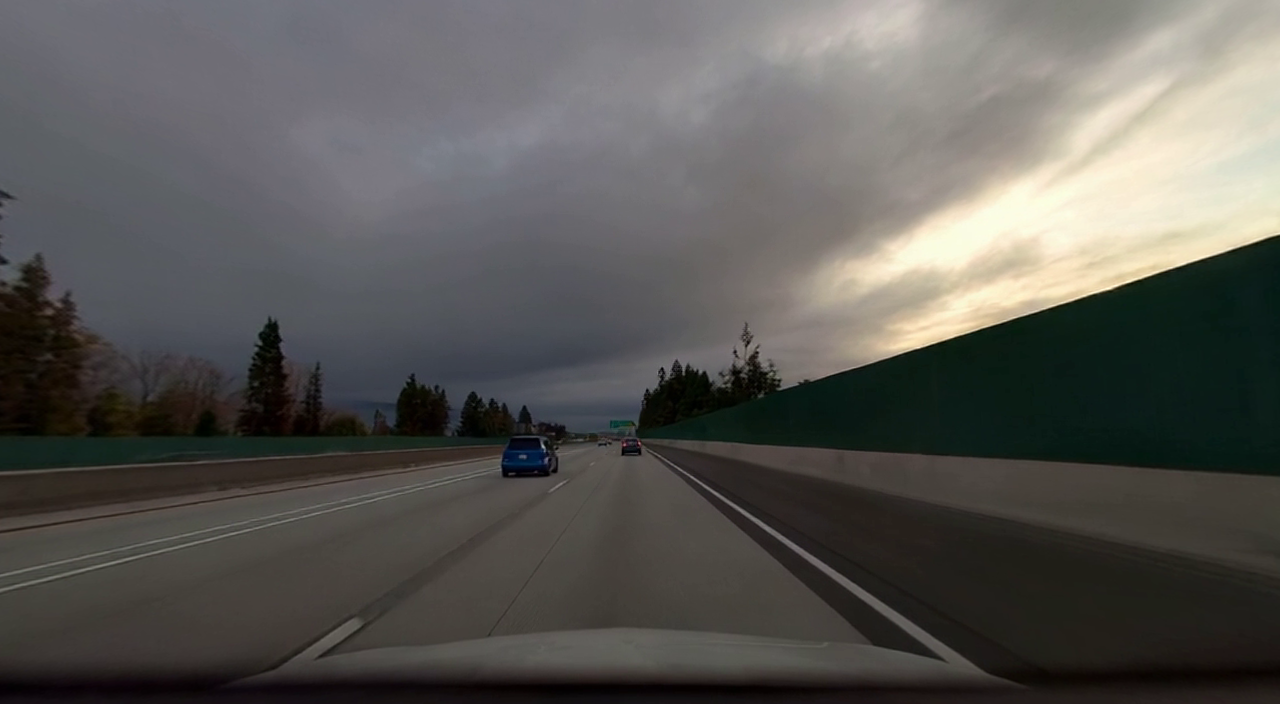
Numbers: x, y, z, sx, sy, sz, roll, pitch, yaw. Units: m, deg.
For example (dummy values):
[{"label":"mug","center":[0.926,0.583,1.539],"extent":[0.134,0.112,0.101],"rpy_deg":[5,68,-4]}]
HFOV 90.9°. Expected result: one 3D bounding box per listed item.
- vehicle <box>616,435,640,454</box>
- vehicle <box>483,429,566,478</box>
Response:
[{"label":"vehicle","center":[-0.925,7.200,49.254],"extent":[1.836,1.450,3.519],"rpy_deg":[0,-8,-1]},{"label":"vehicle","center":[-3.935,3.530,22.345],"extent":[2.072,1.545,4.767],"rpy_deg":[0,-8,0]}]
